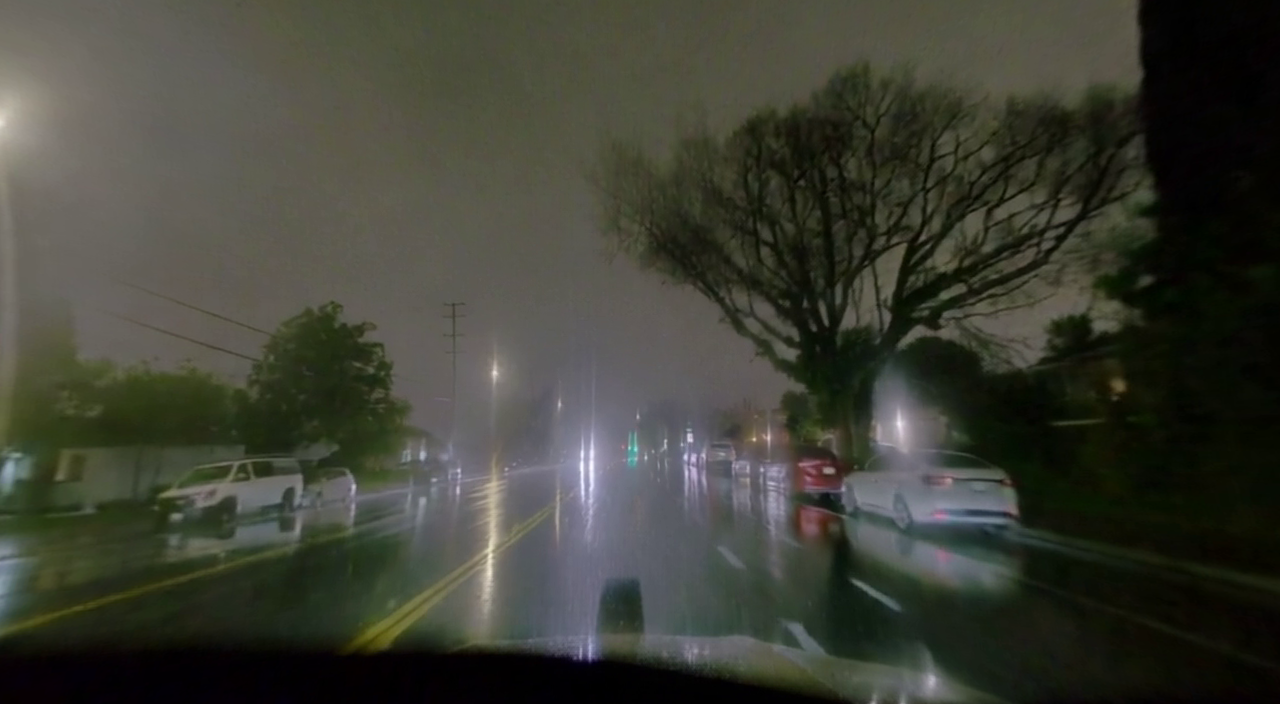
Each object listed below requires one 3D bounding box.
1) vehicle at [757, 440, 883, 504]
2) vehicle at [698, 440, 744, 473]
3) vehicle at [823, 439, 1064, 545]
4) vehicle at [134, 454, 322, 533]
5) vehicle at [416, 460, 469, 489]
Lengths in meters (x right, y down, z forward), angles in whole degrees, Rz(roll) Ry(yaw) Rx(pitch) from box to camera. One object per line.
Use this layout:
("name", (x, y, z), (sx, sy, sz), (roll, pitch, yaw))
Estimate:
("vehicle", (4.794, 3.283, 17.739), (1.933, 1.511, 5.086), (0, -9, -2))
("vehicle", (4.507, 5.902, 35.809), (1.919, 1.698, 4.747), (0, -9, -1))
("vehicle", (4.908, 2.308, 11.124), (1.923, 1.454, 4.460), (0, -9, -2))
("vehicle", (-12.306, 4.230, 19.534), (2.156, 1.935, 5.464), (-3, -10, 0))
("vehicle", (-12.705, 7.884, 40.868), (1.972, 1.475, 4.503), (-5, -9, -1))
